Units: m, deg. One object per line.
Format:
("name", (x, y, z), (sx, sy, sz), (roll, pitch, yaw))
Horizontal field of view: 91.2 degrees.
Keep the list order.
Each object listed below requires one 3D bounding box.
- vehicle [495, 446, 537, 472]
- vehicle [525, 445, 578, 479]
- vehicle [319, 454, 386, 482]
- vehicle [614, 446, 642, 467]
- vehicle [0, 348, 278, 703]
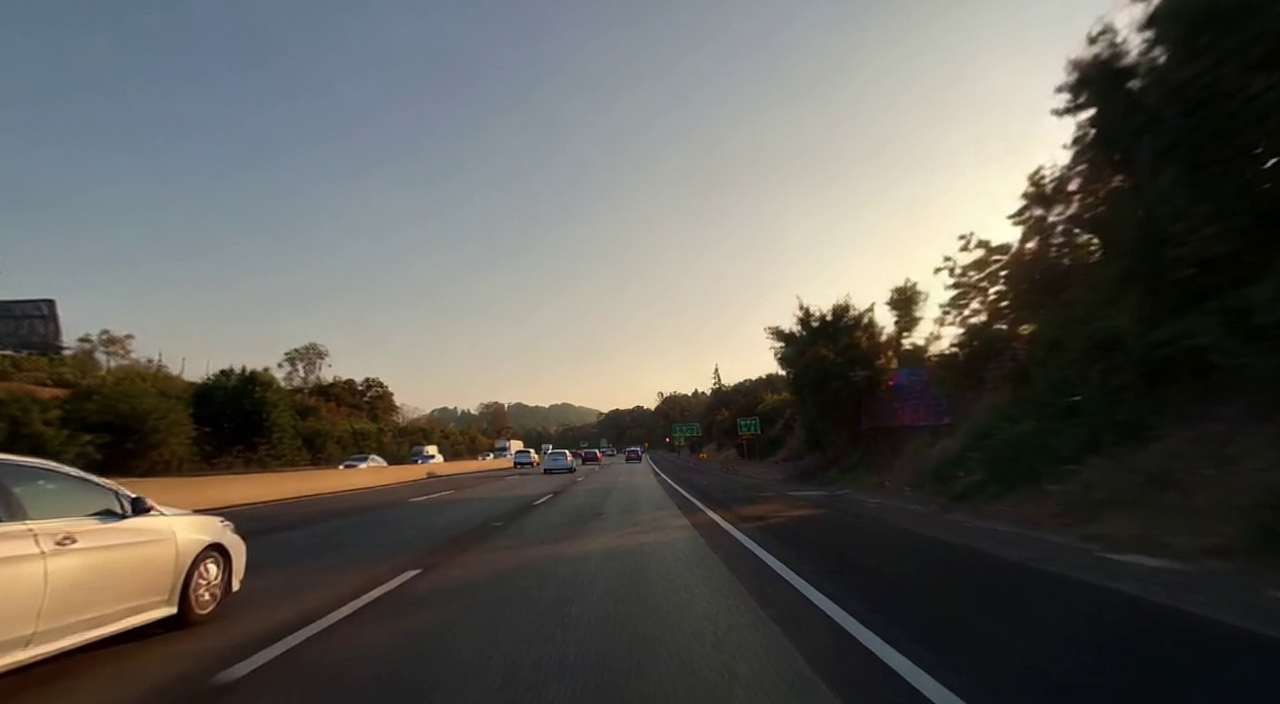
("vehicle", (-7.991, 6.940, 40.792), (1.936, 1.516, 3.904), (0, -9, 0))
("vehicle", (-4.174, 5.271, 30.264), (1.988, 1.477, 4.118), (0, -9, 0))
("vehicle", (-16.478, 6.655, 36.177), (1.911, 1.466, 4.273), (0, -9, -1))
("vehicle", (-0.885, 7.832, 47.088), (2.023, 1.479, 3.718), (0, -9, -1))
("vehicle", (-3.978, 0.866, 2.732), (2.074, 1.779, 4.588), (0, -9, -1))
